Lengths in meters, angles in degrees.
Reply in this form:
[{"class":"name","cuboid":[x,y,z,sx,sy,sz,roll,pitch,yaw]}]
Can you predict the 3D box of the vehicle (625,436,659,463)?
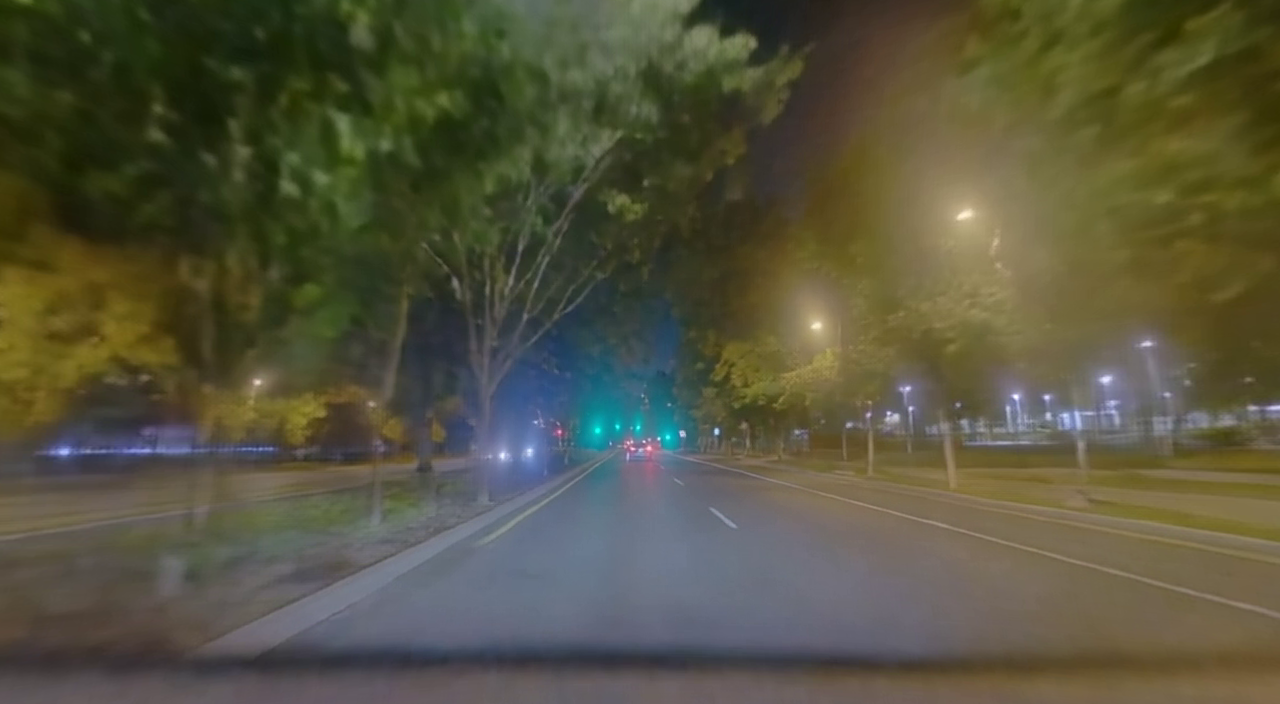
[{"class":"vehicle","cuboid":[0.092,6.116,39.573,2.048,1.584,4.393,0,-8,-1]}]
